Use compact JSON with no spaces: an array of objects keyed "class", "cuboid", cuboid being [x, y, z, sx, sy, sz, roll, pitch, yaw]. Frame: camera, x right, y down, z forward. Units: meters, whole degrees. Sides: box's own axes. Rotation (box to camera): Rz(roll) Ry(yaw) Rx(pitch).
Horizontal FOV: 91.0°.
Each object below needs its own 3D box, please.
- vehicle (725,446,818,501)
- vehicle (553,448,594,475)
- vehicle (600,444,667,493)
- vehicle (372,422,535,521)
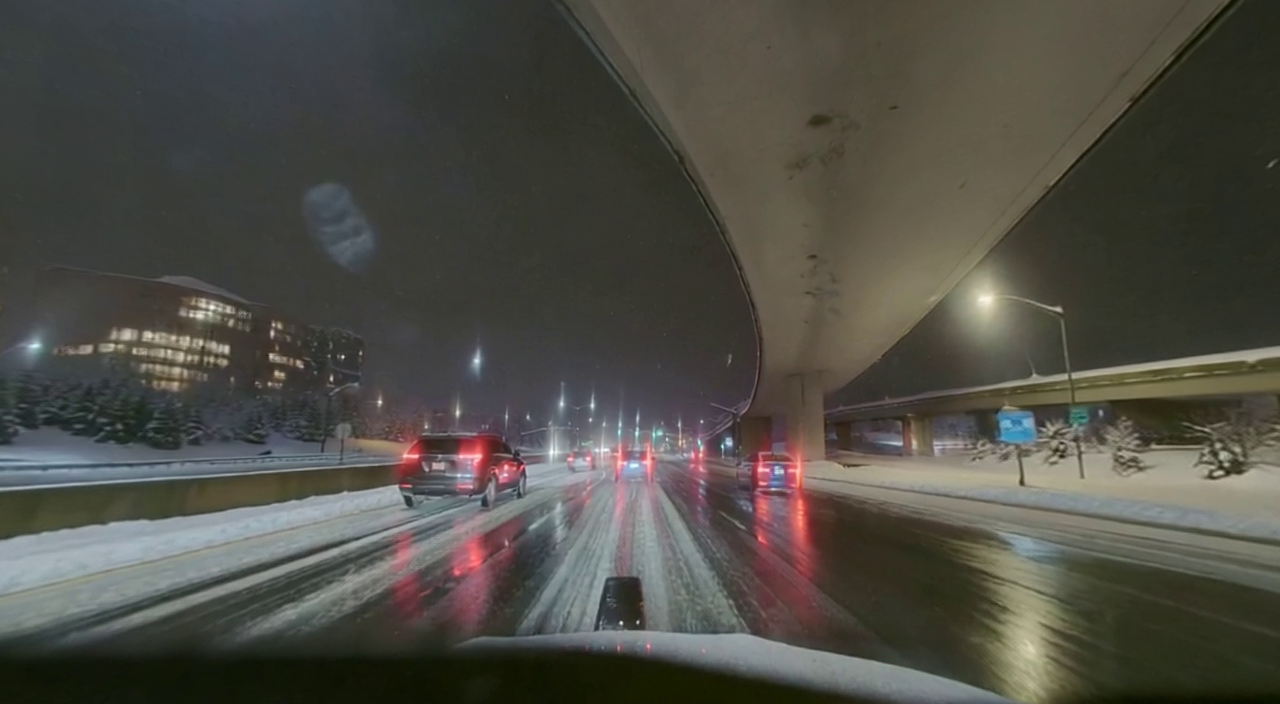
[{"class":"vehicle","cuboid":[3.906,3.664,19.425,1.974,1.490,3.994,0,-9,-1]},{"class":"vehicle","cuboid":[-3.758,6.294,36.288,1.868,1.431,4.055,0,-9,1]},{"class":"vehicle","cuboid":[-0.190,3.951,21.726,2.089,1.493,3.964,0,-9,0]},{"class":"vehicle","cuboid":[-3.889,2.591,14.178,2.142,1.819,4.648,0,-9,1]}]
